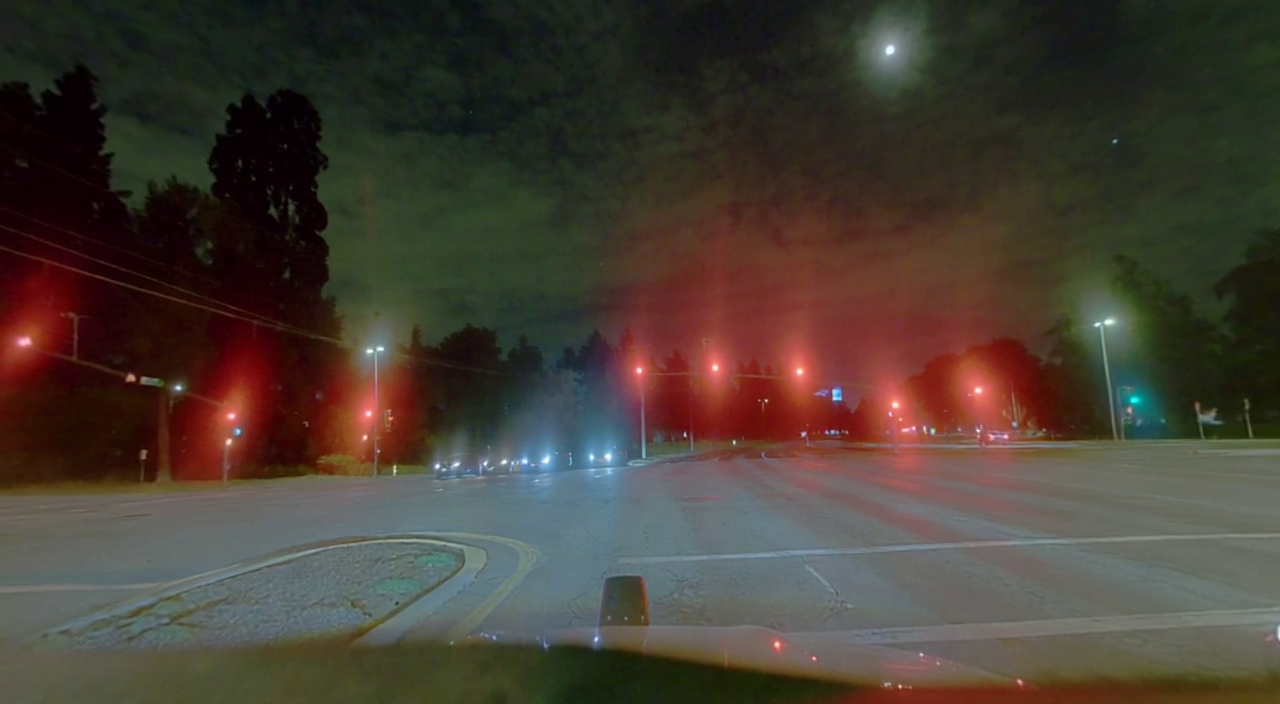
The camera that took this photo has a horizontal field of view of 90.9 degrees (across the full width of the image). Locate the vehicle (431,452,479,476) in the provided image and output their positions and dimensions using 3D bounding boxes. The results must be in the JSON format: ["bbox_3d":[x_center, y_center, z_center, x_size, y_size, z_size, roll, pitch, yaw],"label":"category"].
[{"bbox_3d":[-13.399,8.113,45.985,2.101,1.637,4.304,0,-9,1],"label":"vehicle"}]

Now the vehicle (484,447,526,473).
[{"bbox_3d":[-9.771,7.828,45.921,2.064,1.725,4.243,0,-9,1],"label":"vehicle"}]

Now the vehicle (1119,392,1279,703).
[{"bbox_3d":[3.060,0.621,0.417,1.978,1.468,4.544,0,-9,1],"label":"vehicle"}]

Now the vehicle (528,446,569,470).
[{"bbox_3d":[-6.547,7.609,45.508,2.126,1.657,4.307,-1,-9,3],"label":"vehicle"}]
